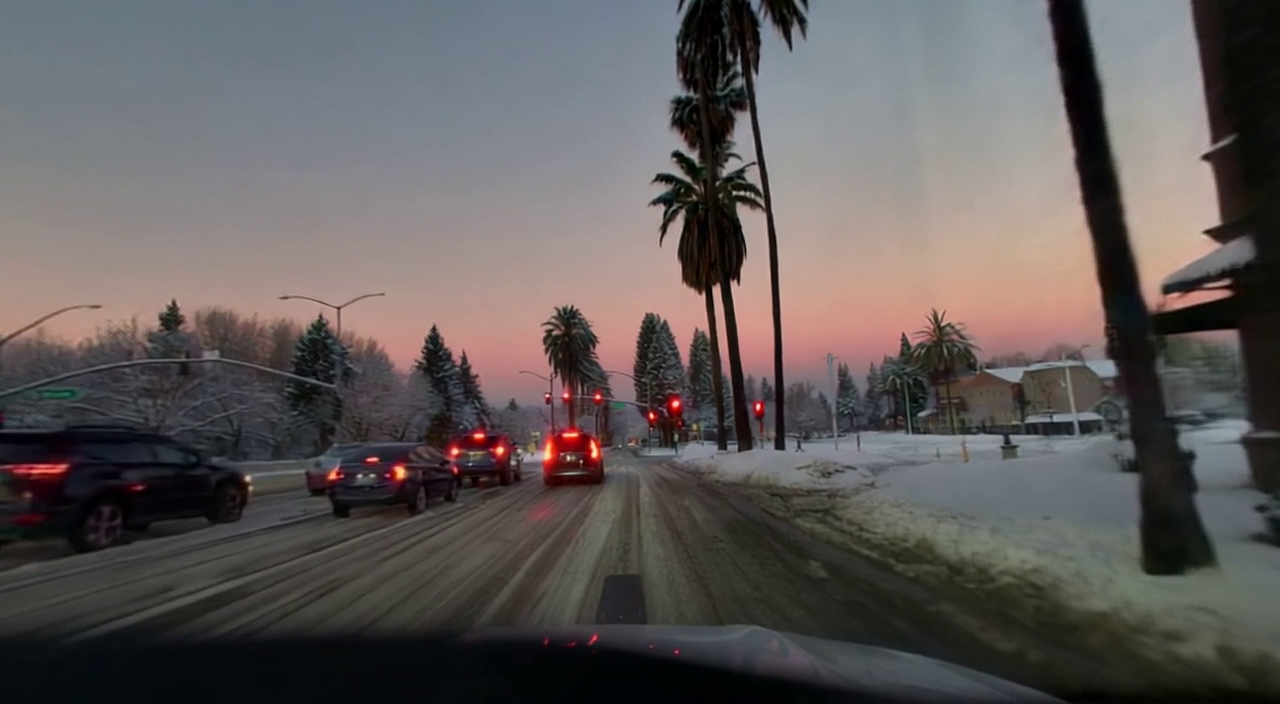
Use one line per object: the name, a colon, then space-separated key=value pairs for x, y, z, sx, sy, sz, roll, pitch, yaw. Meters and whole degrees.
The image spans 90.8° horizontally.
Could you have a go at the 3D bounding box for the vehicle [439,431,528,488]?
vehicle: x=-5.543 y=3.885 z=23.062 sx=2.025 sy=1.862 sz=4.804 roll=0 pitch=-9 yaw=0

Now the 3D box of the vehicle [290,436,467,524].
vehicle: x=-5.361 y=2.677 z=13.799 sx=1.885 sy=1.567 sz=4.775 roll=0 pitch=-9 yaw=-1

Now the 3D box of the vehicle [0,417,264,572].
vehicle: x=-8.673 y=2.120 z=10.219 sx=2.178 sy=1.864 sz=5.005 roll=0 pitch=-9 yaw=-1

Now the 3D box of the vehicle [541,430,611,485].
vehicle: x=-2.176 y=3.770 z=22.708 sx=2.153 sy=1.759 sz=4.320 roll=0 pitch=-9 yaw=-2
